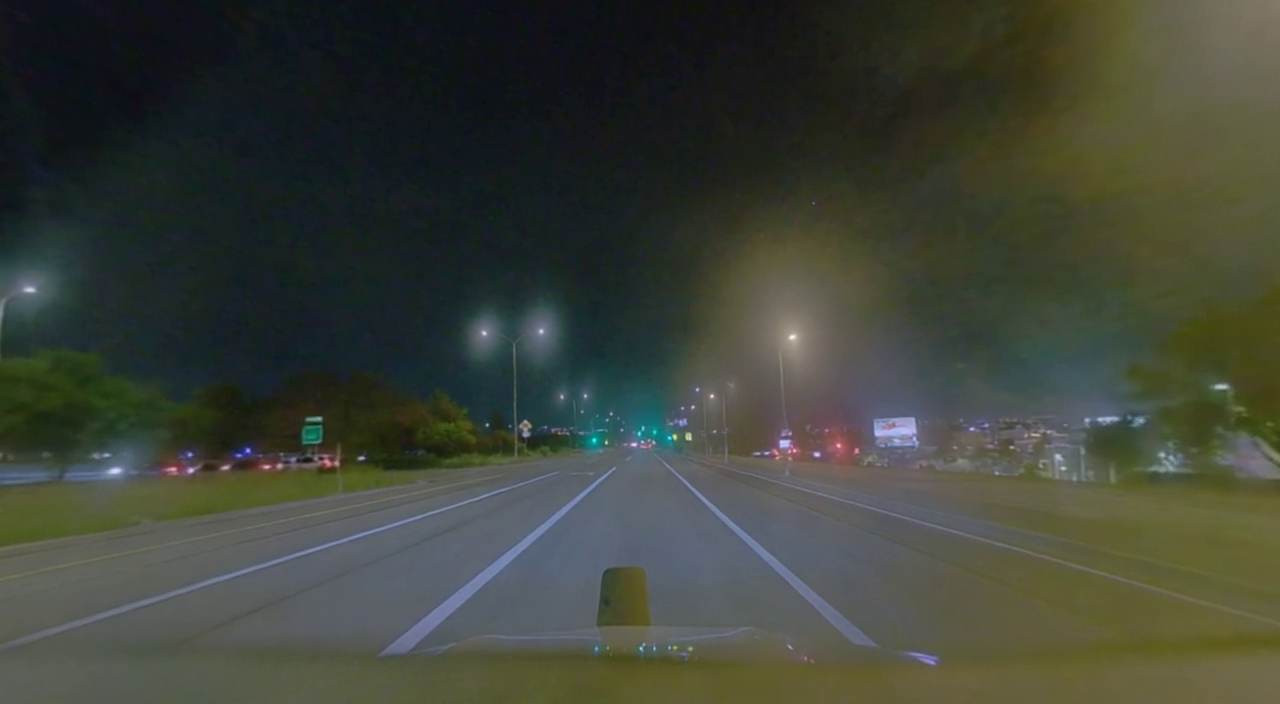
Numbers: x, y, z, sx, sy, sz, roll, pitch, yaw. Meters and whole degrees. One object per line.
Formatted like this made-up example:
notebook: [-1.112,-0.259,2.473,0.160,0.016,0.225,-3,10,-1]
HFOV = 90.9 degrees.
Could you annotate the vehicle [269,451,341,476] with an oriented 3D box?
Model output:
vehicle: [-25.786,8.599,48.645,4.495,1.641,1.966,-3,-9,3]

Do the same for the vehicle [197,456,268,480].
vehicle: [-31.556,8.969,48.871,4.260,1.498,1.850,-3,-8,-1]
